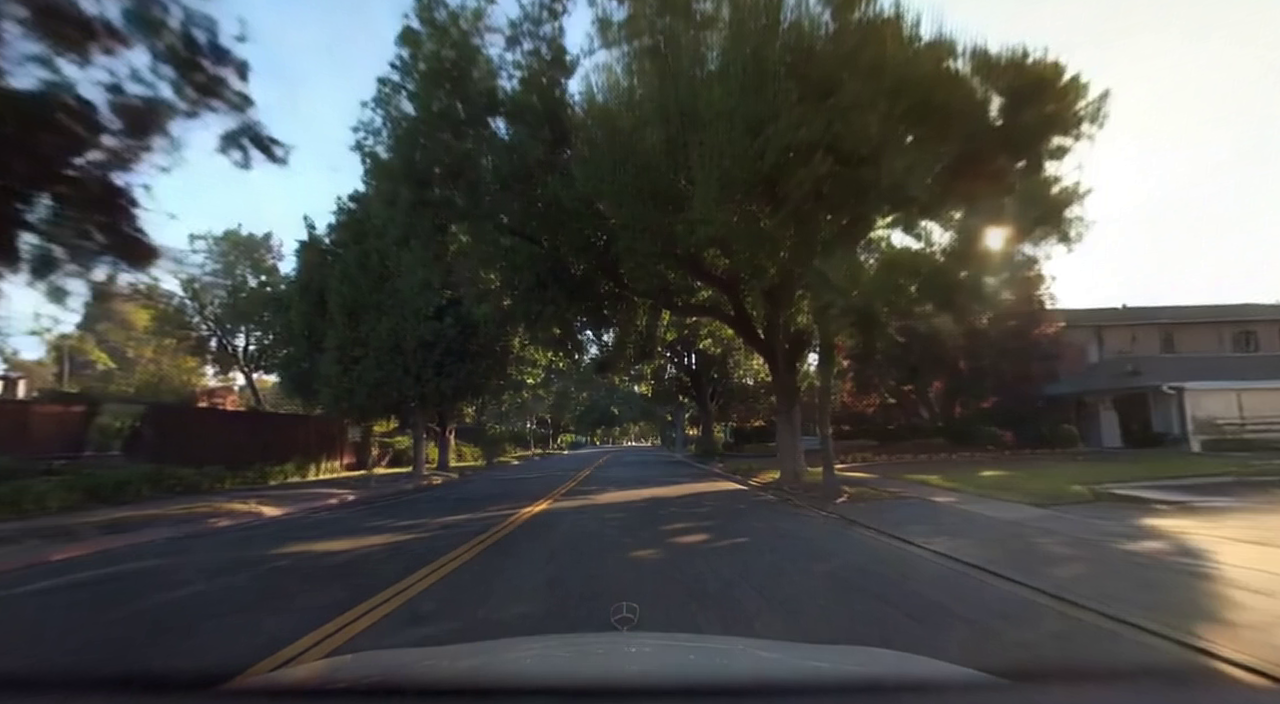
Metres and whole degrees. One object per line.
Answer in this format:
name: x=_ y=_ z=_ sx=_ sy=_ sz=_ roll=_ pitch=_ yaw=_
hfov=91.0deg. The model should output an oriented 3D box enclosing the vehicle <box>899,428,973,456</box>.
vehicle: x=16.331 y=5.032 z=35.050 sx=1.783 sy=1.431 sz=4.757 roll=0 pitch=-9 yaw=0
